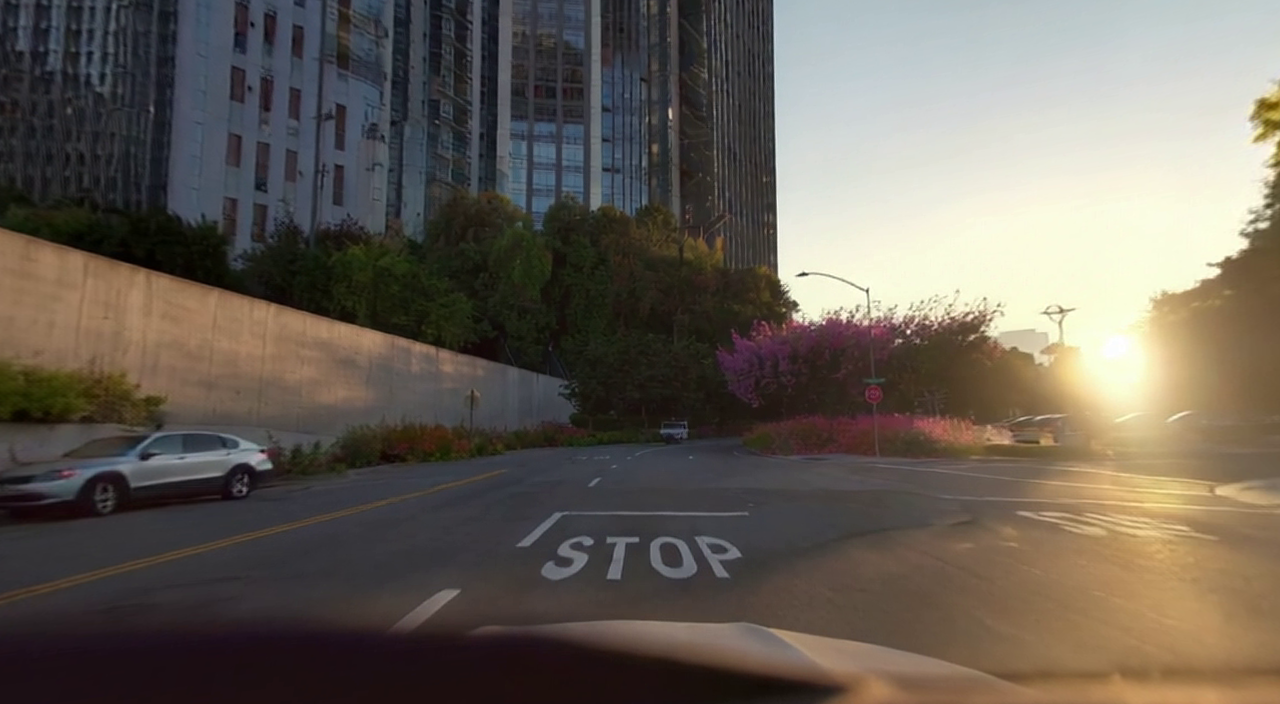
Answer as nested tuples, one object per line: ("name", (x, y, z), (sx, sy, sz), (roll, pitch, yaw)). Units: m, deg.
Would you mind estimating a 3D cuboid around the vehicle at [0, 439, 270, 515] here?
("vehicle", (-11.032, 2.687, 14.070), (4.694, 1.447, 2.137), (5, -10, -31))
